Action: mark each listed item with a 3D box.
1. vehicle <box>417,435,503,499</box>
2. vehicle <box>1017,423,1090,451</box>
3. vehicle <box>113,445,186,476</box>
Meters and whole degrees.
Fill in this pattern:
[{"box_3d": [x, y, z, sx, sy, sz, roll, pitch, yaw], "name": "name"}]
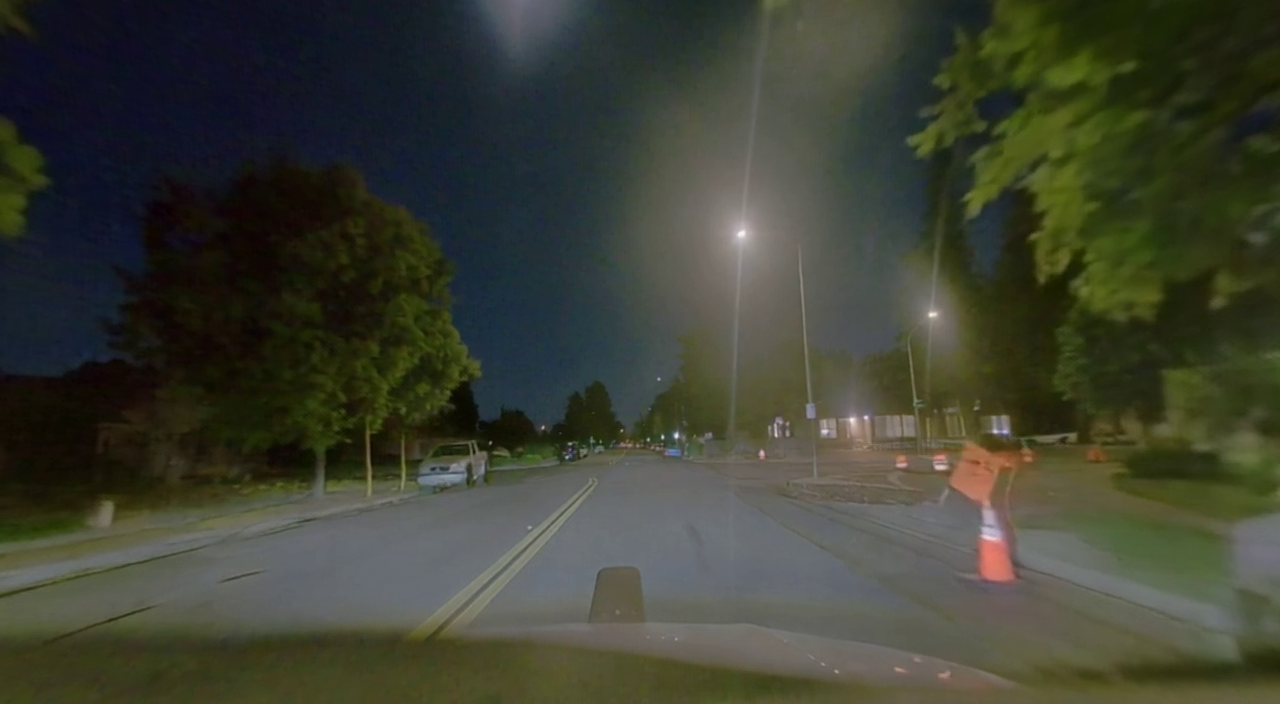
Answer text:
[{"box_3d": [-6.046, 3.829, 21.708, 2.087, 1.835, 4.445, -2, -7, -6], "name": "vehicle"}, {"box_3d": [30.010, 6.132, 46.091, 1.923, 1.805, 4.876, -2, -6, -1], "name": "vehicle"}, {"box_3d": [-35.917, 7.949, 46.433, 1.821, 1.691, 4.510, -3, -4, 0], "name": "vehicle"}]
